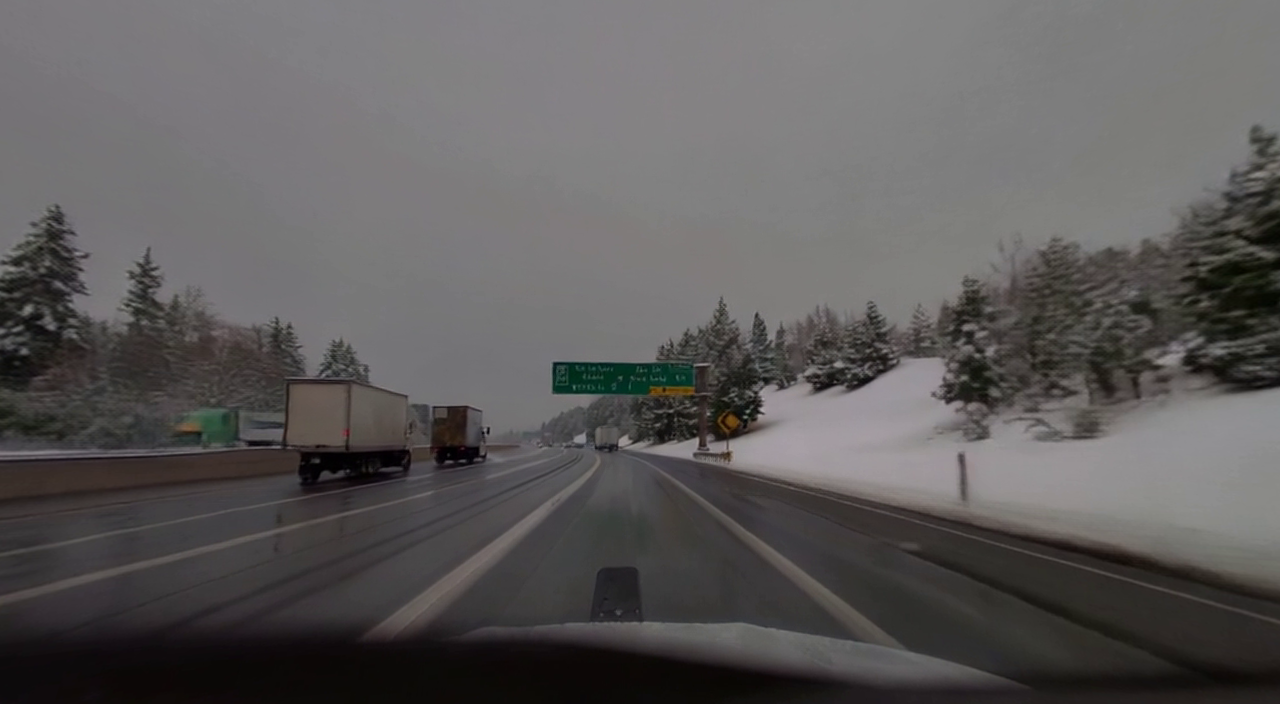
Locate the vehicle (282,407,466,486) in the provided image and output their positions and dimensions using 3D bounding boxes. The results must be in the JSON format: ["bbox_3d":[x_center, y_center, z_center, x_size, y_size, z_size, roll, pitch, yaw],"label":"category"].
[{"bbox_3d":[-11.152,4.312,29.107,3.270,2.674,14.547,1,-8,-4],"label":"vehicle"}]

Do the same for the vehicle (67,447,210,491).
[{"bbox_3d":[-18.670,4.341,23.900,1.842,1.452,4.612,0,-8,-3],"label":"vehicle"}]
